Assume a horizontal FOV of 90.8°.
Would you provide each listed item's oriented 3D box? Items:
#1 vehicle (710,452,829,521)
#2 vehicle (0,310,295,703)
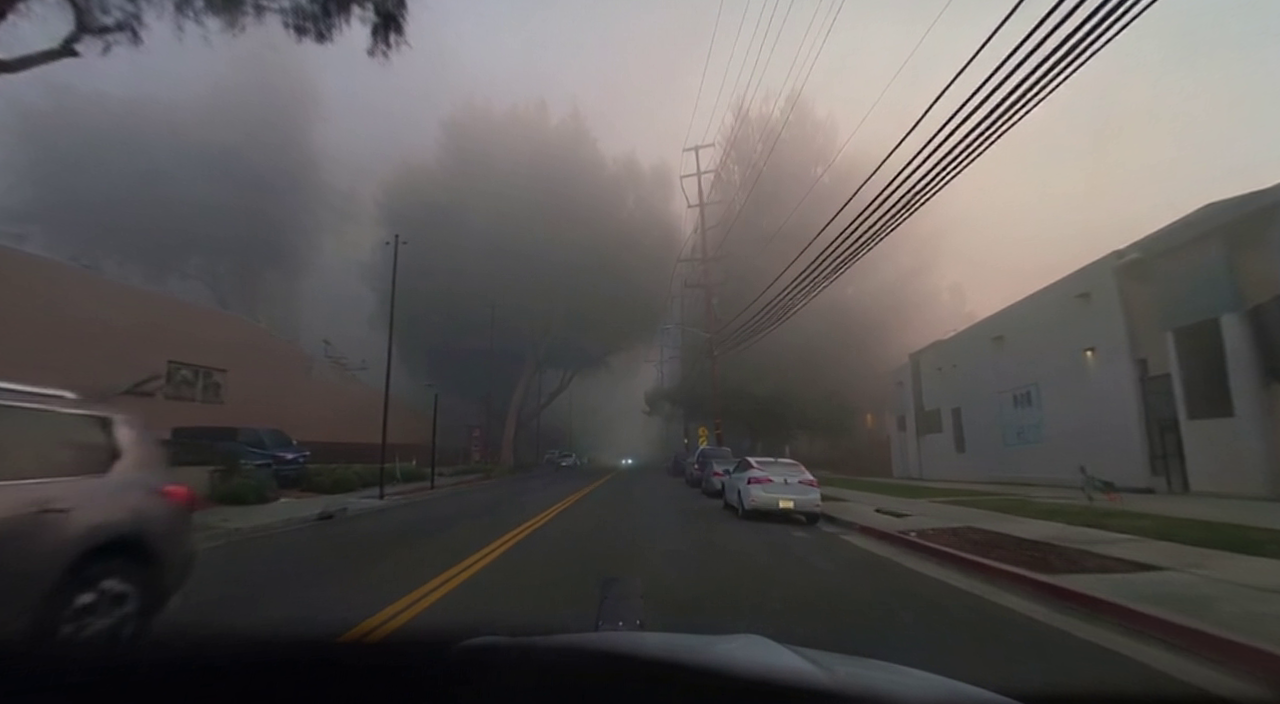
[{"bbox_3d":[2.923,3.112,15.177,1.877,1.373,3.854,0,-8,-3],"label":"vehicle"},{"bbox_3d":[-4.018,0.788,2.544,2.495,1.966,4.846,0,-8,0],"label":"vehicle"}]
